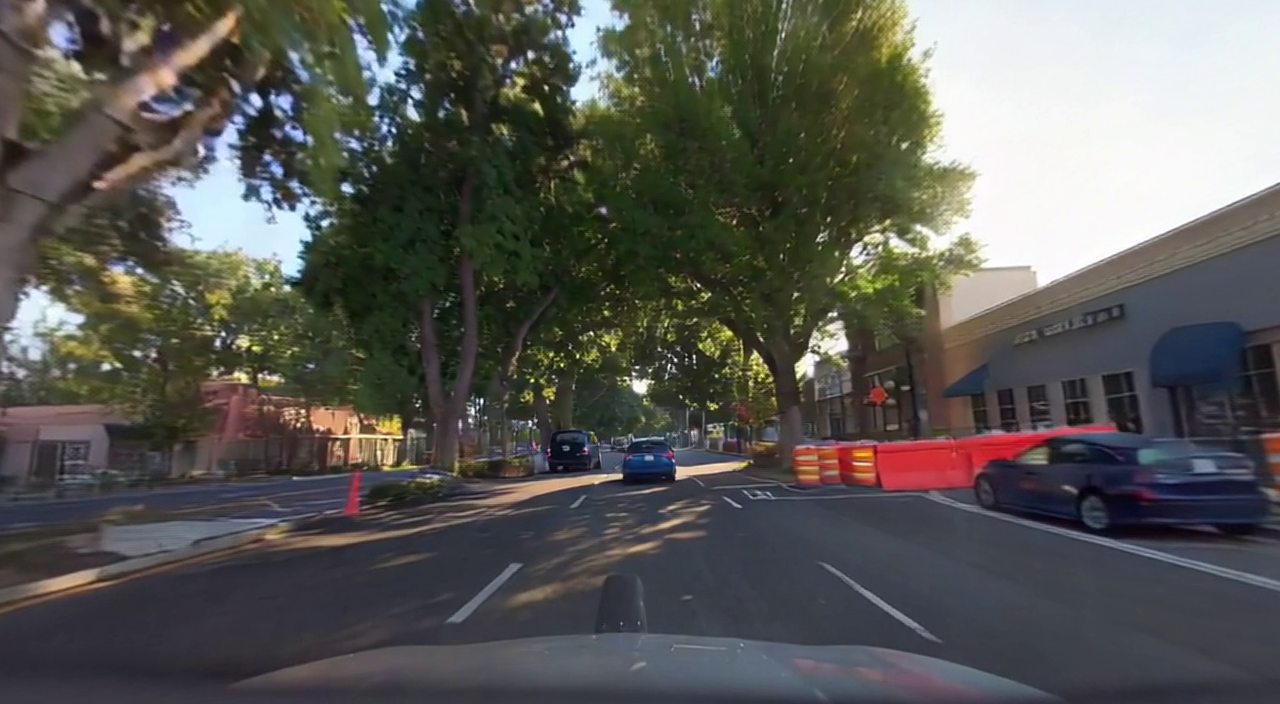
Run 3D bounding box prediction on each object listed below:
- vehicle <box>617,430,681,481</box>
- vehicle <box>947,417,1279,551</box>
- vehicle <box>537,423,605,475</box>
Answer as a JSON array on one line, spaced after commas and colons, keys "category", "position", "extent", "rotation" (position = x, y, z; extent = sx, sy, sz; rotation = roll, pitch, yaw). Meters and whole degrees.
[{"category": "vehicle", "position": [0.306, 3.850, 23.806], "extent": [2.168, 1.725, 4.192], "rotation": [0, -8, 0]}, {"category": "vehicle", "position": [6.914, 1.880, 9.699], "extent": [2.076, 1.535, 4.460], "rotation": [0, -9, -1]}, {"category": "vehicle", "position": [-2.926, 4.292, 28.174], "extent": [2.357, 2.063, 5.488], "rotation": [0, -8, 1]}]
